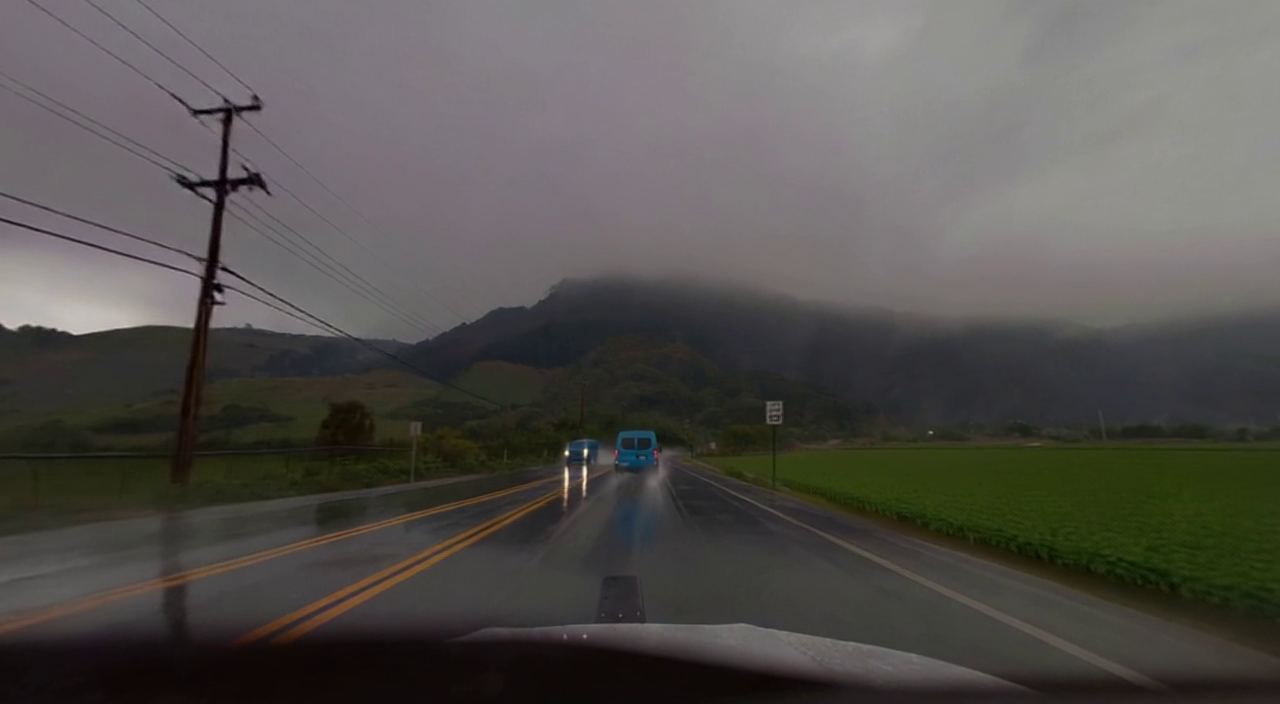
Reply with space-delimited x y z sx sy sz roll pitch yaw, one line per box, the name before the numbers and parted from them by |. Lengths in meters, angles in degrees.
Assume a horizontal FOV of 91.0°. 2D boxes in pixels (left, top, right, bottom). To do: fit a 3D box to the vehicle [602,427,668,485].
vehicle | -0.123 4.259 26.034 2.454 2.144 4.535 0 -8 2
